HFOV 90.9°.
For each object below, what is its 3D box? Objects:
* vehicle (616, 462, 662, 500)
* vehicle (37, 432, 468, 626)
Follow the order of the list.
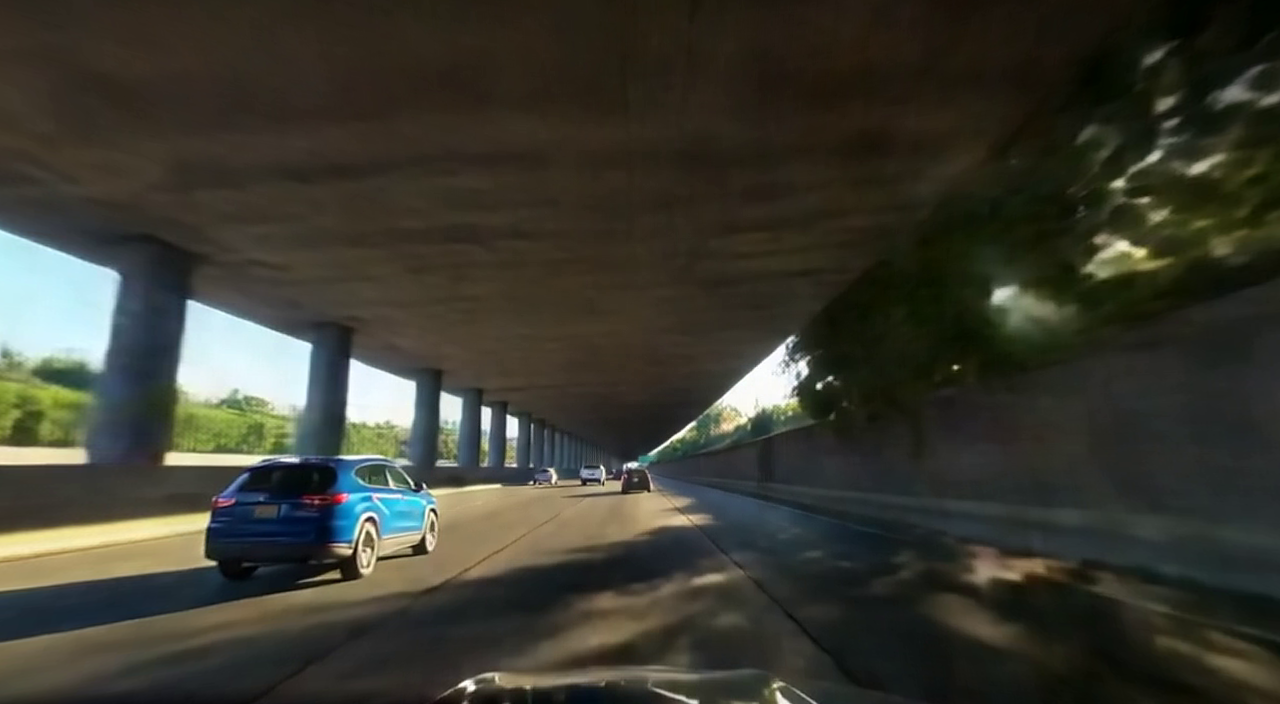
[{"bbox_3d":[-0.093,6.018,29.479,1.992,1.601,3.762,1,-11,-1],"label":"vehicle"},{"bbox_3d":[-3.774,1.869,7.496,2.102,1.521,4.687,1,-11,0],"label":"vehicle"}]
